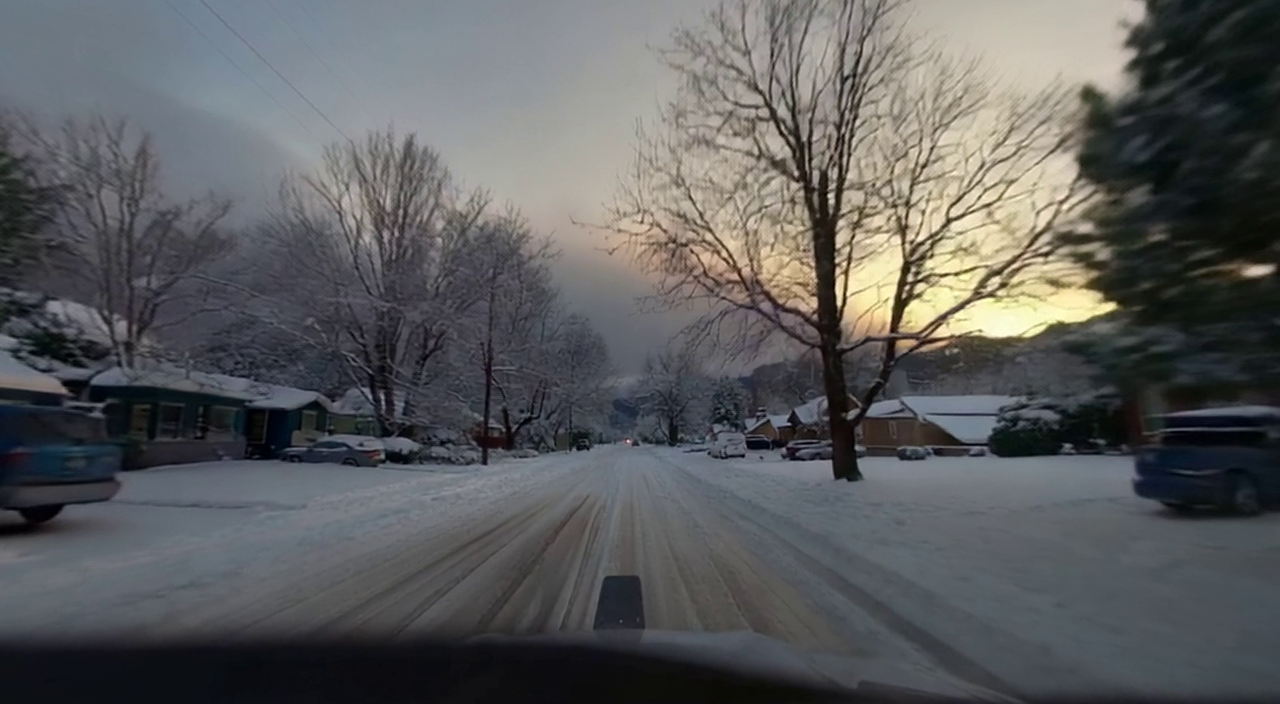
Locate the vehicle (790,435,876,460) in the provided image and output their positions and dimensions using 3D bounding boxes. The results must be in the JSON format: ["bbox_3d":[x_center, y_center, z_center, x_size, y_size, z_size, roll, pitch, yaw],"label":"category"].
[{"bbox_3d":[11.916,5.916,39.158,4.686,1.466,1.869,0,-8,-1],"label":"vehicle"}]

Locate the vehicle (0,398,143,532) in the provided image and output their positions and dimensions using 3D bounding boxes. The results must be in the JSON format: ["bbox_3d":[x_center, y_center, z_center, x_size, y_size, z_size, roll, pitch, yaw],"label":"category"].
[{"bbox_3d":[-11.846,1.794,10.275,5.320,1.905,2.455,0,-8,-2],"label":"vehicle"}]

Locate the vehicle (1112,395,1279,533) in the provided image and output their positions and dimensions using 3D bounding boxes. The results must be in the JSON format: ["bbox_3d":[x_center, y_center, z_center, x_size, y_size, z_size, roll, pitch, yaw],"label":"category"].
[{"bbox_3d":[9.779,1.532,8.933,4.582,1.719,1.947,0,-8,0],"label":"vehicle"}]

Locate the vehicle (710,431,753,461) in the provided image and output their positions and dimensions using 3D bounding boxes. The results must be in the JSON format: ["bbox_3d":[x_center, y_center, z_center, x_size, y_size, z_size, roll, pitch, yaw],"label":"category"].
[{"bbox_3d":[6.664,6.890,46.455,2.233,1.923,4.848,-3,-8,-2],"label":"vehicle"}]

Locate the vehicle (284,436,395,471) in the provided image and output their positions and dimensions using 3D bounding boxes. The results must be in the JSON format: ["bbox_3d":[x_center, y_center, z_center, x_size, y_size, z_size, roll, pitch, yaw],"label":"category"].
[{"bbox_3d":[-13.810,4.694,29.264,4.190,1.529,1.880,0,-8,-4],"label":"vehicle"}]
